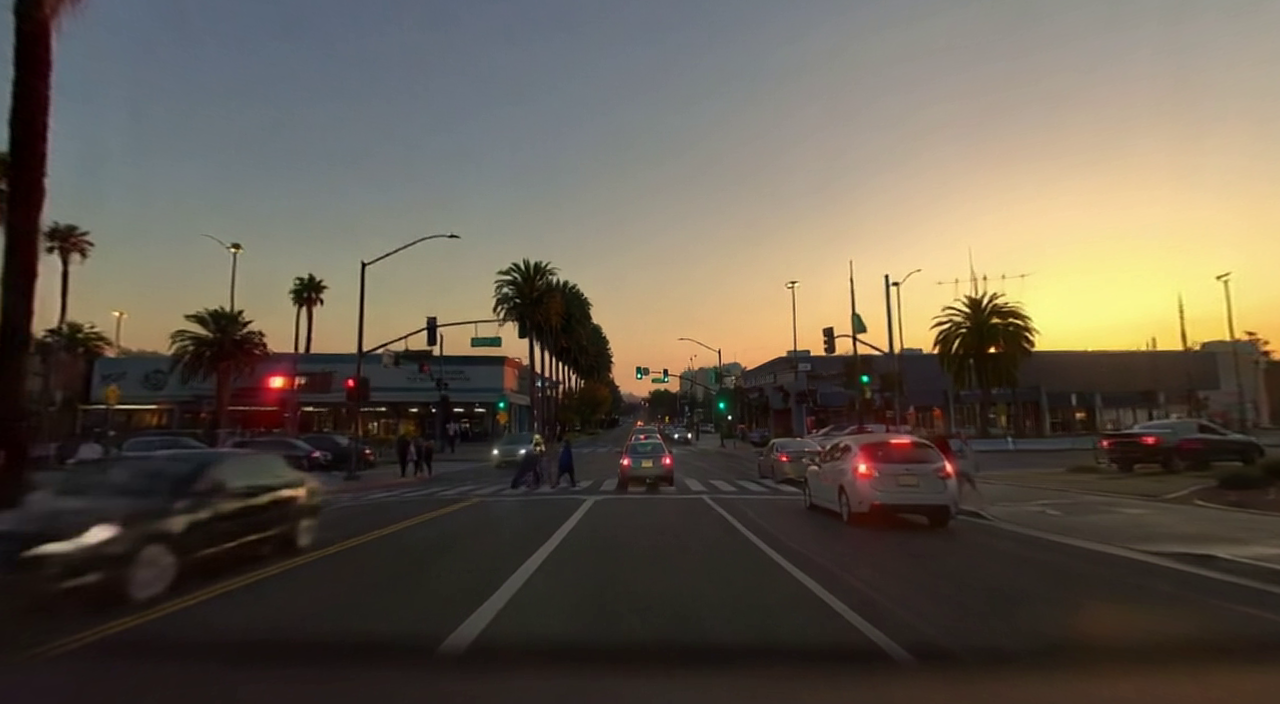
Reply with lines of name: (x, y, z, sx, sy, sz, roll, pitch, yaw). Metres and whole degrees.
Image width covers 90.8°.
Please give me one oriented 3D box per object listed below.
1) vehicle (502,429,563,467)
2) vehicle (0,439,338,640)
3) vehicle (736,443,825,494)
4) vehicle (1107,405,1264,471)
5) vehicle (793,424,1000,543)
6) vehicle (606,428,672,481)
vehicle: (-5.551, 5.044, 33.325, 2.324, 1.808, 4.946, 0, -8, 0)
vehicle: (-5.425, 1.715, 6.947, 2.009, 1.461, 4.484, 0, -8, 0)
vehicle: (4.412, 3.712, 20.575, 1.963, 1.449, 4.653, 0, -8, 2)
vehicle: (16.879, 2.600, 19.606, 3.704, 1.556, 1.790, -3, -1, -14)
vehicle: (4.289, 2.247, 11.526, 2.070, 1.711, 4.480, -1, -8, 3)
vehicle: (-0.068, 3.885, 24.136, 2.264, 1.798, 4.531, 0, -8, -1)
